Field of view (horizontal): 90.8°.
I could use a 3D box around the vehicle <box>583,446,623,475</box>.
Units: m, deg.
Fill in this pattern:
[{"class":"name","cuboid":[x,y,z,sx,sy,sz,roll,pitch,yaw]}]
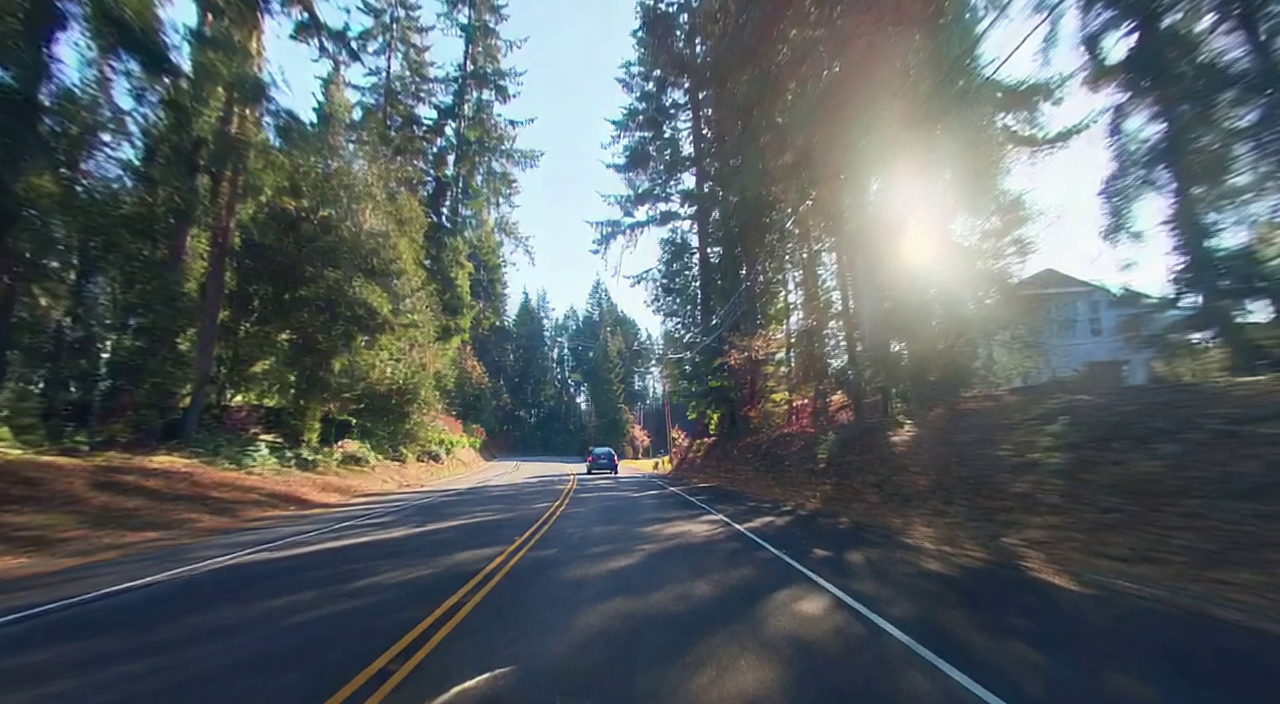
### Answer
[{"class":"vehicle","cuboid":[-2.225,6.319,37.141,2.059,1.524,3.963,3,-9,-6]}]
